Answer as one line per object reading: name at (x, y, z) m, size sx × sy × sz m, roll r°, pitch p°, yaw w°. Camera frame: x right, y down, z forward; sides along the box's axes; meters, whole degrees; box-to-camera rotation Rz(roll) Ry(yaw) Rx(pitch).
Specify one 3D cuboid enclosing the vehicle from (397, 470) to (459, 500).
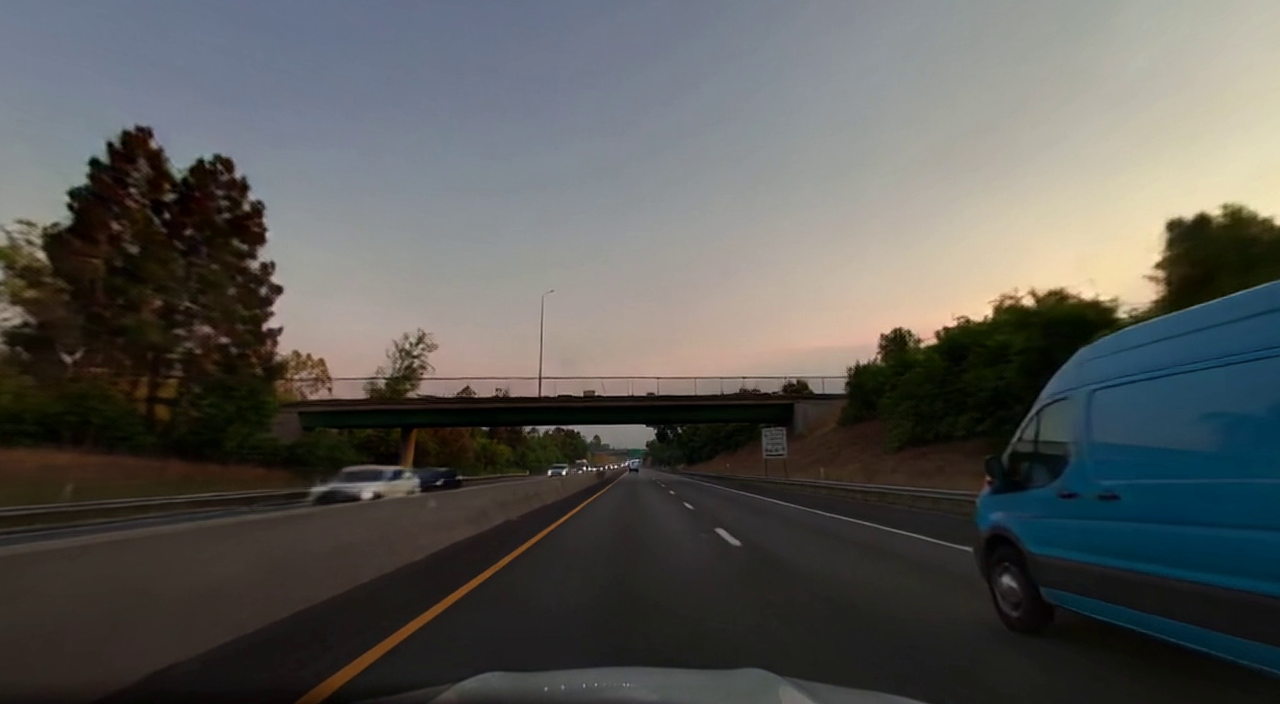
vehicle at (-11.025, 6.903, 32.907) m, size 1.812 × 1.421 × 4.261 m, roll 1°, pitch -10°, yaw -1°

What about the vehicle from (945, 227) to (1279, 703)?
vehicle at (4.565, 0.662, 3.330) m, size 2.372 × 2.581 × 6.763 m, roll 1°, pitch -10°, yaw -1°

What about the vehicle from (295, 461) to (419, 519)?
vehicle at (-8.472, 4.156, 19.260) m, size 1.872 × 1.514 × 4.101 m, roll 1°, pitch -10°, yaw 0°
